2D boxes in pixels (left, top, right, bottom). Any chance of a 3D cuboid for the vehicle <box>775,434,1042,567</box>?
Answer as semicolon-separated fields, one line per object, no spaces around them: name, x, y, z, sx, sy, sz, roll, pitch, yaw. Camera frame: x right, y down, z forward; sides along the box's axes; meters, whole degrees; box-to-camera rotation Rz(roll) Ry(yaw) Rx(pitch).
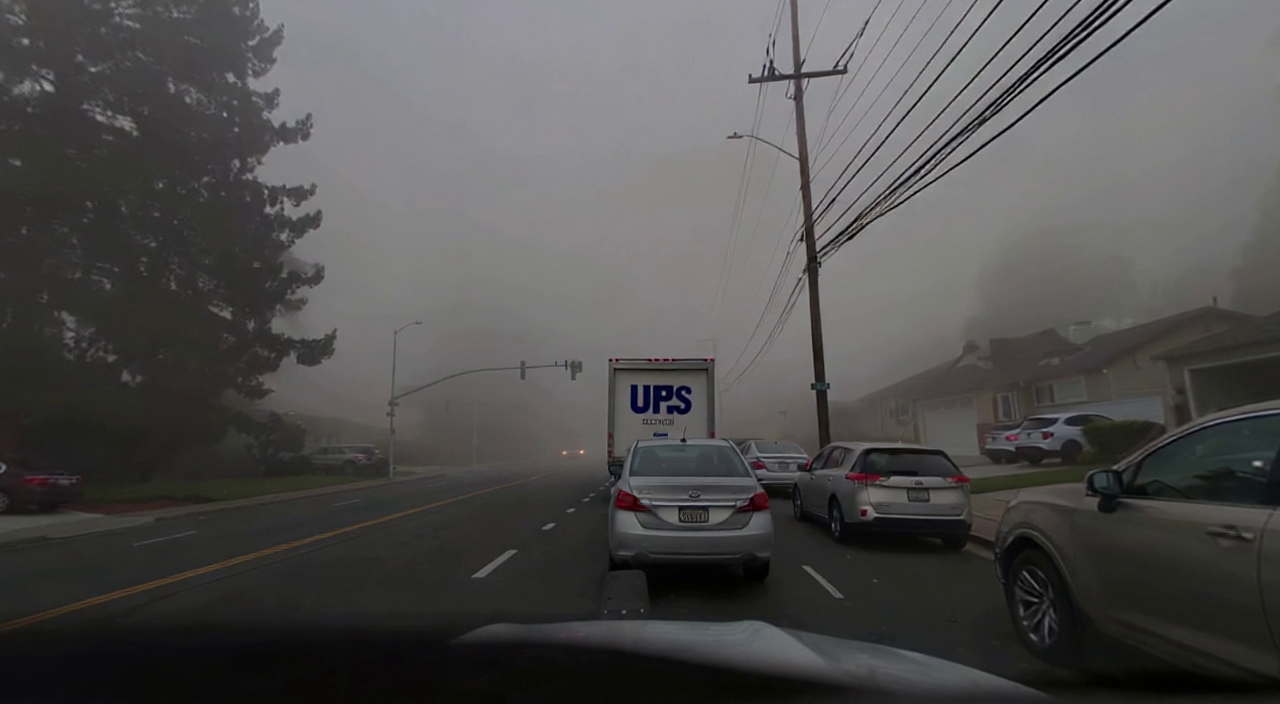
vehicle;3.505;2.006;9.349;1.993;1.479;4.487;0;-8;0

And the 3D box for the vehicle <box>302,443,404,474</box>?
vehicle;-17.428;6.467;38.305;5.274;1.793;1.921;0;-8;3

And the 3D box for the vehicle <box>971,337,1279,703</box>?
vehicle;3.318;0.769;1.926;2.069;1.722;4.888;0;-8;2

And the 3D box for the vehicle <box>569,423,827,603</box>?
vehicle;0.479;1.680;7.534;2.158;1.499;4.377;0;-8;0

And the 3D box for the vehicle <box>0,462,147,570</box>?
vehicle;-10.348;2.485;9.478;1.925;1.482;4.753;0;-8;0
